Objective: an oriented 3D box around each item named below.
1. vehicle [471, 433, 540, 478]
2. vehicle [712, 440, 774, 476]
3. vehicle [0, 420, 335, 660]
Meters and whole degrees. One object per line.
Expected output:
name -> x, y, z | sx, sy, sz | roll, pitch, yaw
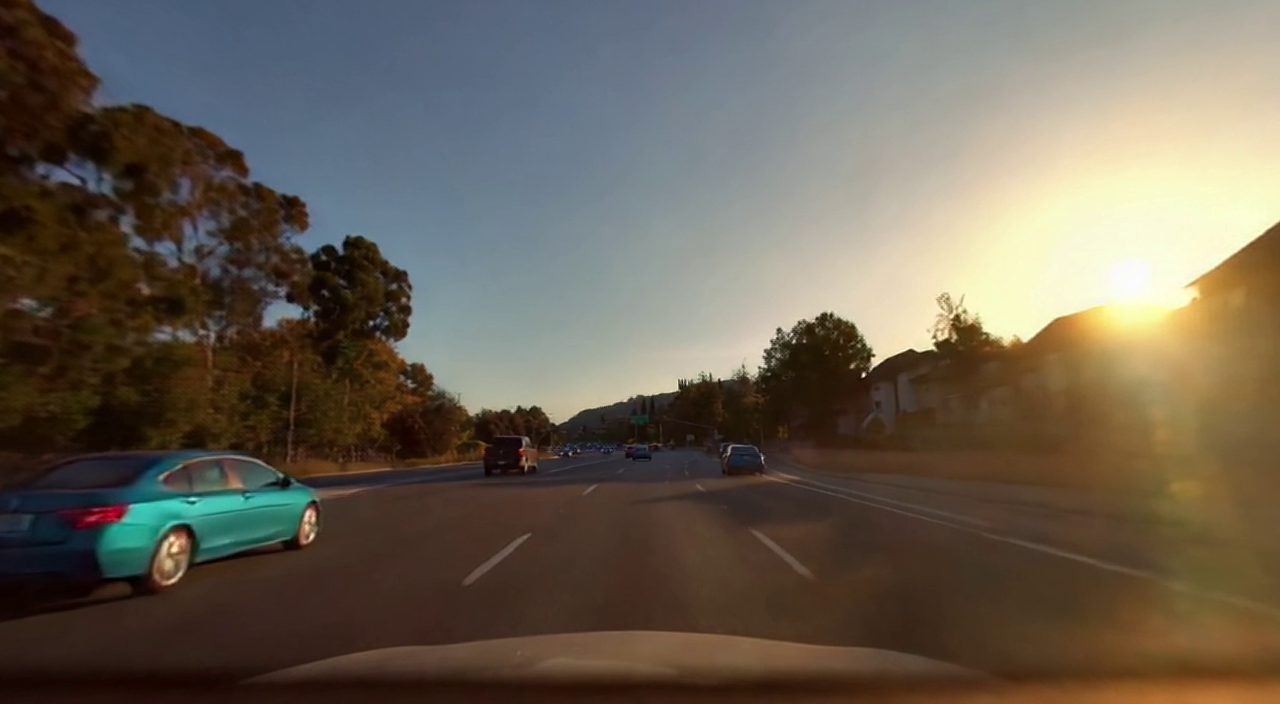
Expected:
vehicle -> -5.877, 4.586, 28.149 | 2.122, 1.847, 4.696 | 0, -8, -2
vehicle -> 4.492, 4.696, 28.242 | 2.100, 1.472, 4.533 | 0, -8, 1
vehicle -> -5.002, 1.494, 6.167 | 1.948, 1.475, 4.461 | 0, -8, -2
